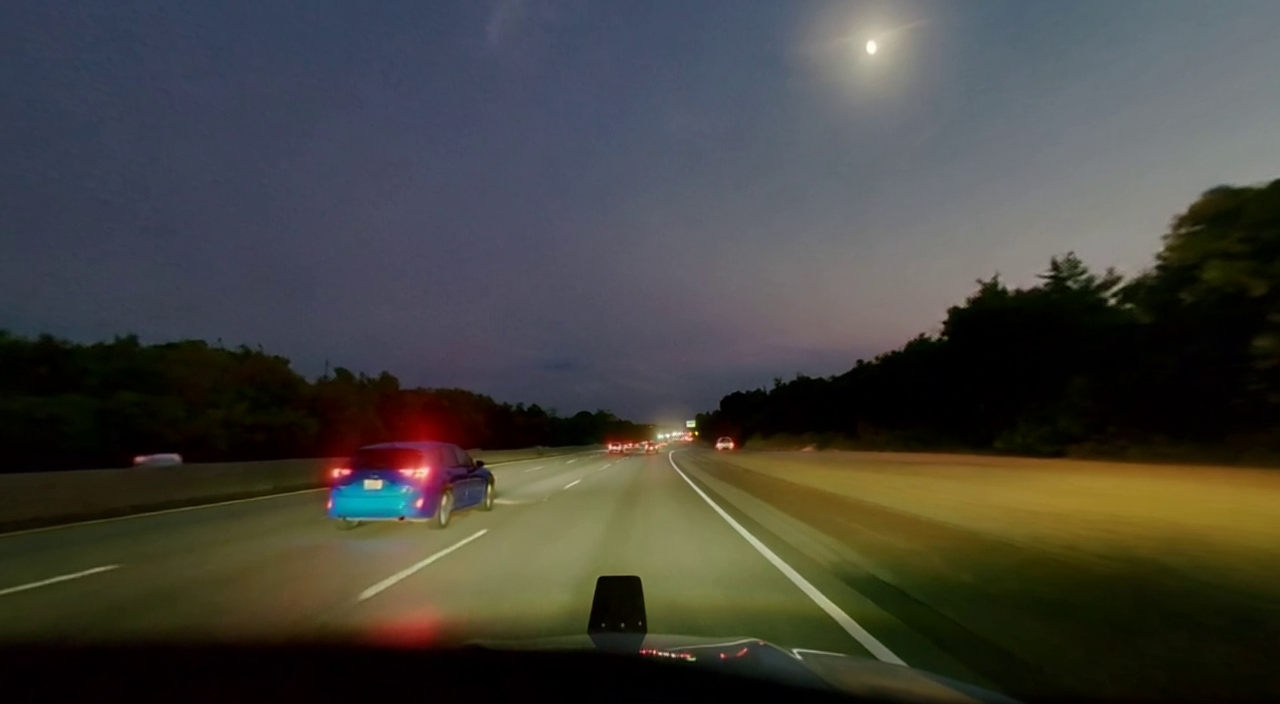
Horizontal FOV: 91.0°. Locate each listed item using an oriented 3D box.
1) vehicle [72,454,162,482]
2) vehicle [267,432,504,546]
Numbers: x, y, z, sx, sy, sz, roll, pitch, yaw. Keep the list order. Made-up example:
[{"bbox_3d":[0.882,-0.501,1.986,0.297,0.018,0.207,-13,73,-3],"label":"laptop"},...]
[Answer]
[{"bbox_3d":[-34.470,7.617,41.660,1.832,1.687,4.502,-1,-9,6],"label":"vehicle"},{"bbox_3d":[-3.821,2.136,10.519,1.996,1.454,4.495,-1,-9,1],"label":"vehicle"}]
